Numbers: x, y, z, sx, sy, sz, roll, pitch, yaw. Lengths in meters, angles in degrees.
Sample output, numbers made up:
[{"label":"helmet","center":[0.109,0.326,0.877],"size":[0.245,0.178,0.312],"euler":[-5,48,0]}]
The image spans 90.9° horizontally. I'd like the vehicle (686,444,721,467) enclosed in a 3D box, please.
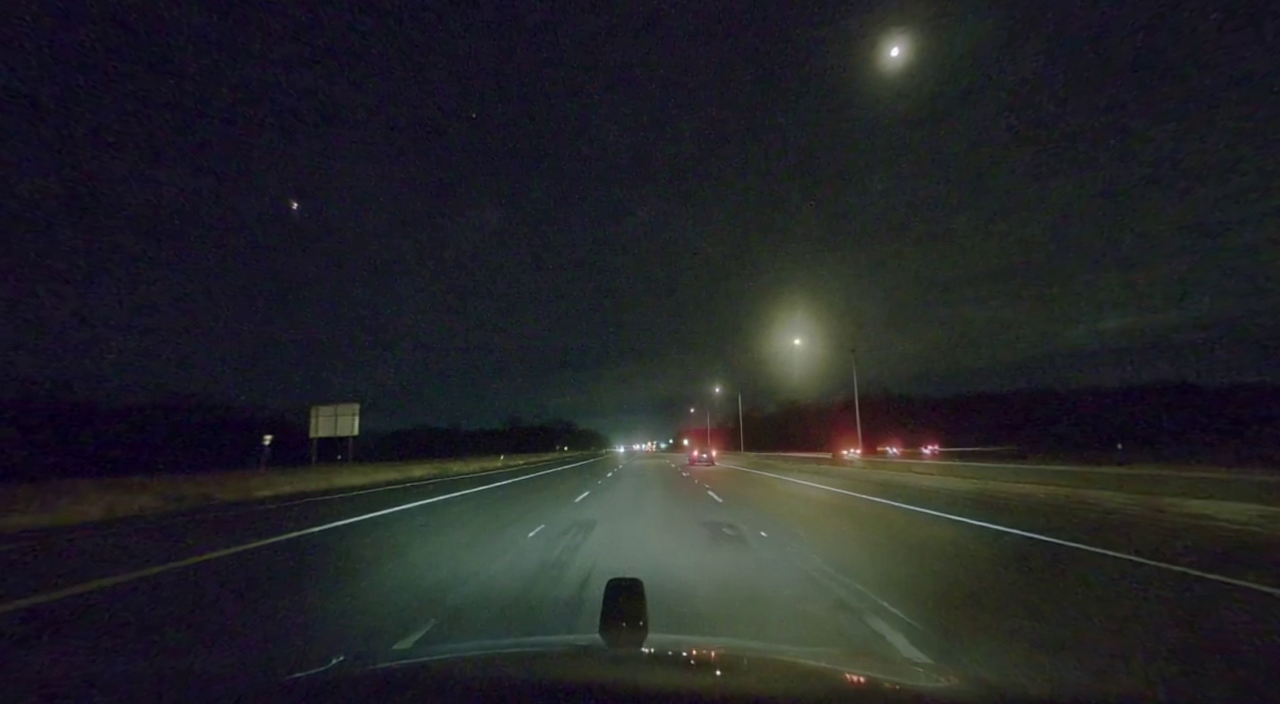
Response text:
[{"label":"vehicle","center":[4.353,7.176,43.796],"size":[2.003,1.520,4.058],"euler":[0,-8,0]}]
